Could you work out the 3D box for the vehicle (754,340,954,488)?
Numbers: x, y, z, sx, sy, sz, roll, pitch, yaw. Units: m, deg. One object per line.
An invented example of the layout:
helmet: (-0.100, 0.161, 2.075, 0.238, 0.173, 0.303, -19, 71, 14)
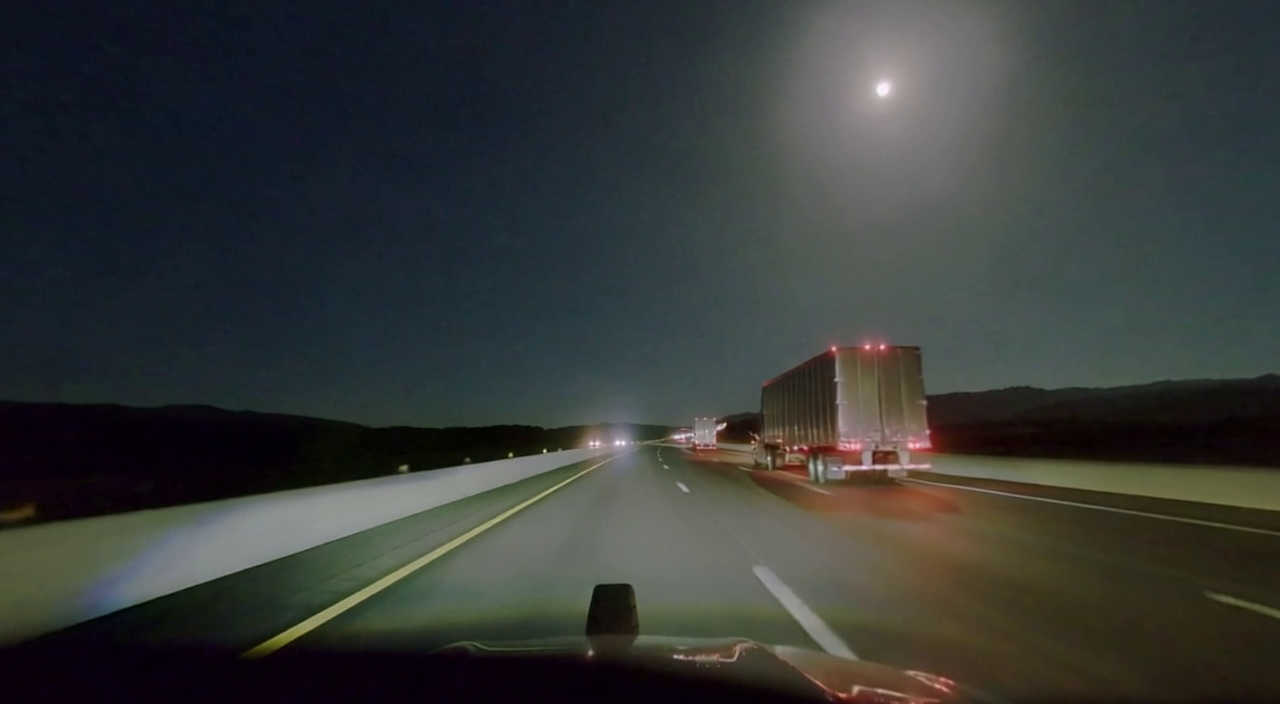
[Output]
vehicle: (7.164, 2.687, 24.425, 2.885, 4.075, 13.981, 0, -8, 0)
